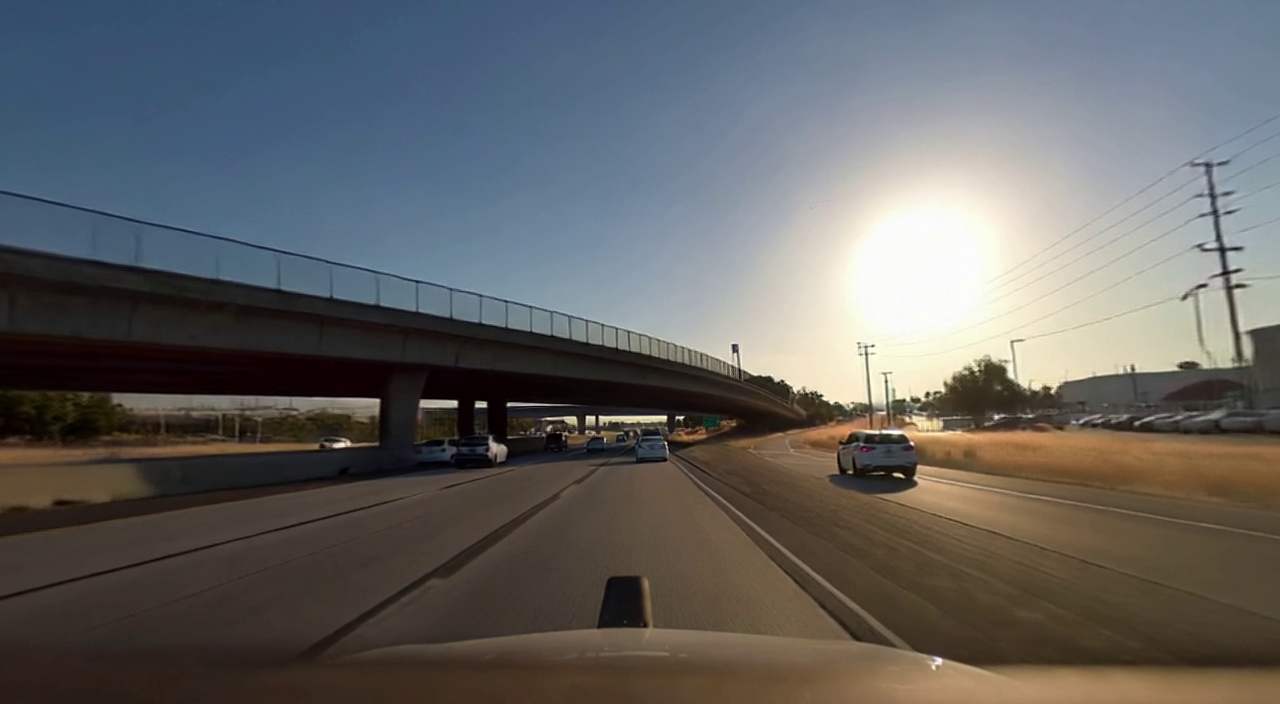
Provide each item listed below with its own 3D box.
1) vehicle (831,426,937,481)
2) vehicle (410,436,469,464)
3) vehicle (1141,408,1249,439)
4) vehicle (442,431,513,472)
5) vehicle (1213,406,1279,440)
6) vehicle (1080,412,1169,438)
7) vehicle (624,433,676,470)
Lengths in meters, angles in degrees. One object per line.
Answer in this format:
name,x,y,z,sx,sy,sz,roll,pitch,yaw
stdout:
vehicle,8.172,3.454,21.644,2.095,1.674,4.530,-1,-9,4
vehicle,-11.514,5.676,36.555,1.858,1.491,4.734,0,-9,0
vehicle,29.517,3.894,33.776,1.842,1.460,4.810,-1,-9,7
vehicle,-7.281,4.506,28.705,2.067,1.682,4.388,0,-9,0
vehicle,28.753,3.241,28.478,1.797,1.435,4.566,-1,-9,6
vehicle,30.090,4.618,39.367,1.926,1.468,5.111,-1,-9,6
vehicle,0.394,4.423,28.037,2.145,1.493,4.146,0,-9,0
